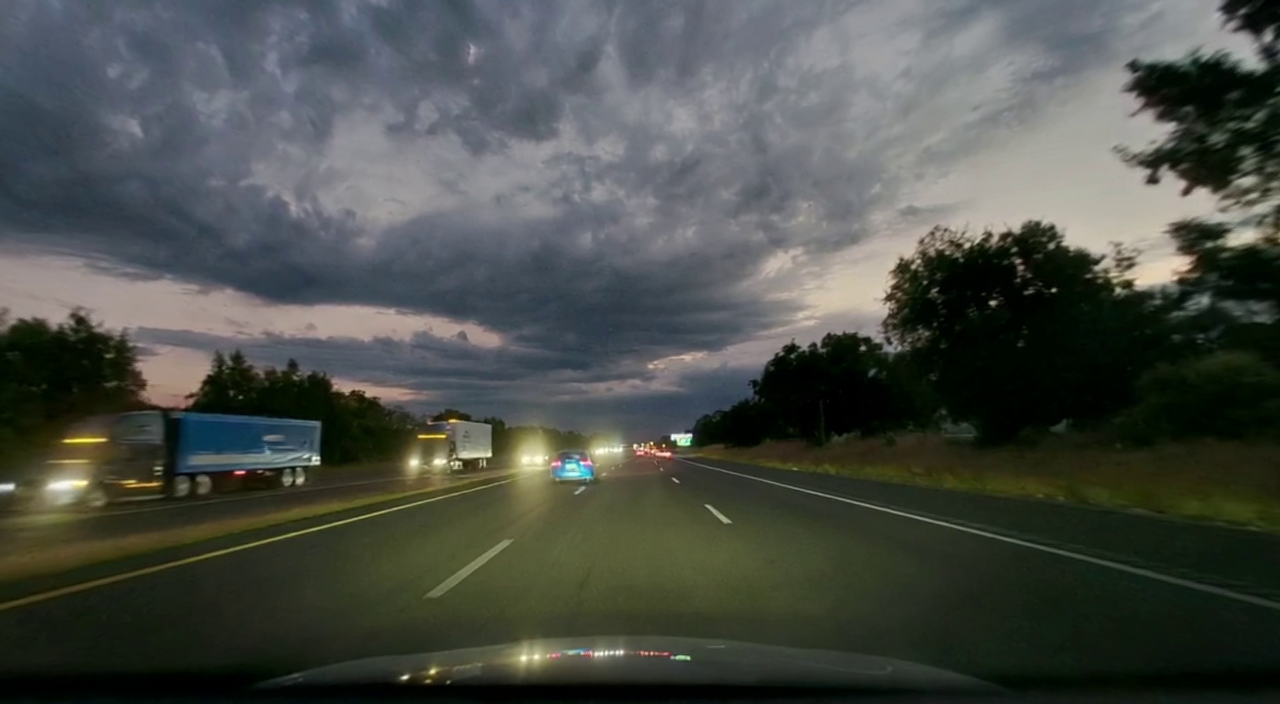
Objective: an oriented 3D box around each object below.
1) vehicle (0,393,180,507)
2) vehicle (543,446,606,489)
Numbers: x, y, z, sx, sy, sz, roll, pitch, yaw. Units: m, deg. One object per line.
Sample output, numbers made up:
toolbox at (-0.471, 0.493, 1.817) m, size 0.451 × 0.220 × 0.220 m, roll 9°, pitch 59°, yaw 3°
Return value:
vehicle at (-22.745, 3.943, 25.477) m, size 3.087 × 3.948 × 6.786 m, roll 0°, pitch -9°, yaw -2°
vehicle at (-2.441, 4.429, 24.513) m, size 1.916 × 1.494 × 4.335 m, roll 0°, pitch -9°, yaw 1°
